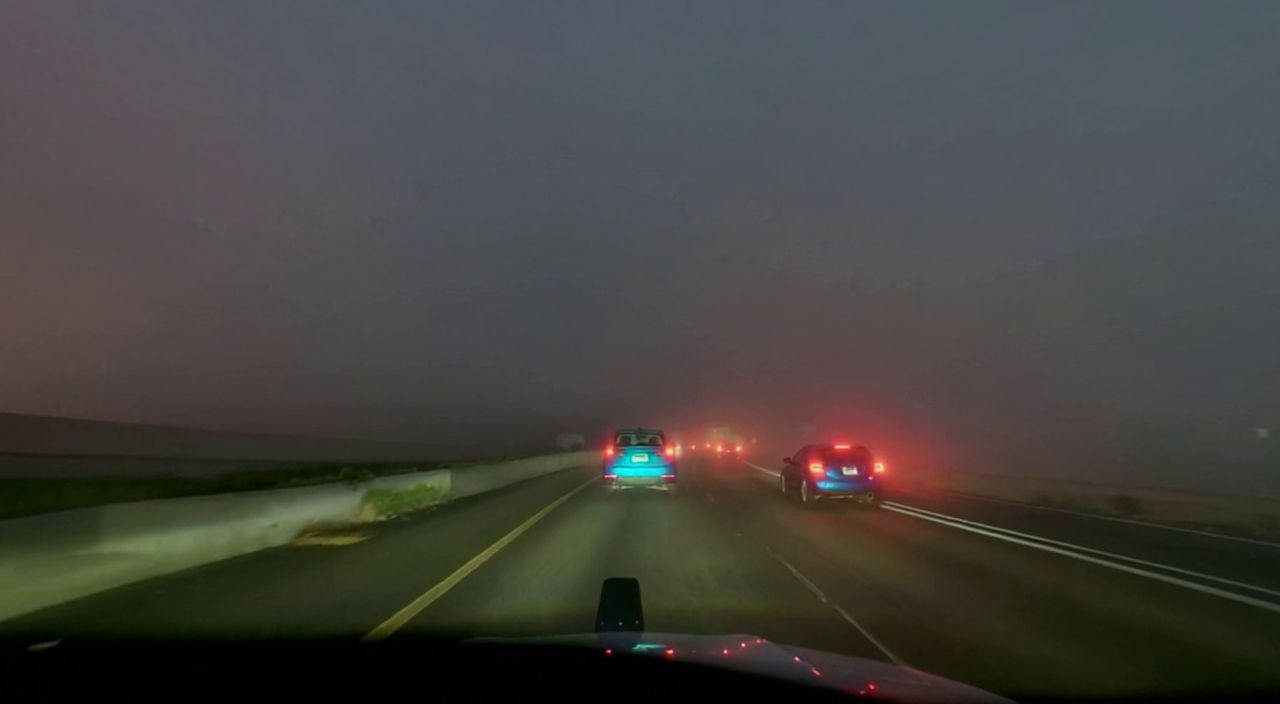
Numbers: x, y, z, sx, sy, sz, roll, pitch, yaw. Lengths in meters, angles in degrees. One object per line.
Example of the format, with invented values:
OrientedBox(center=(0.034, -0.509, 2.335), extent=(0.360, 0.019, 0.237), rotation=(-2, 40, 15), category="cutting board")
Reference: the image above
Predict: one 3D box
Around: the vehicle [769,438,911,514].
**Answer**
OrientedBox(center=(4.424, 2.786, 14.671), extent=(2.047, 1.500, 4.017), rotation=(0, -9, 1), category="vehicle")

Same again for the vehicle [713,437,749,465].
OrientedBox(center=(5.911, 6.473, 41.231), extent=(2.047, 1.700, 4.069), rotation=(-1, -9, 5), category="vehicle")

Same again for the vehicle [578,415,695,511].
OrientedBox(center=(0.019, 2.502, 14.601), extent=(2.264, 1.841, 4.583), rotation=(0, -9, 2), category="vehicle")
